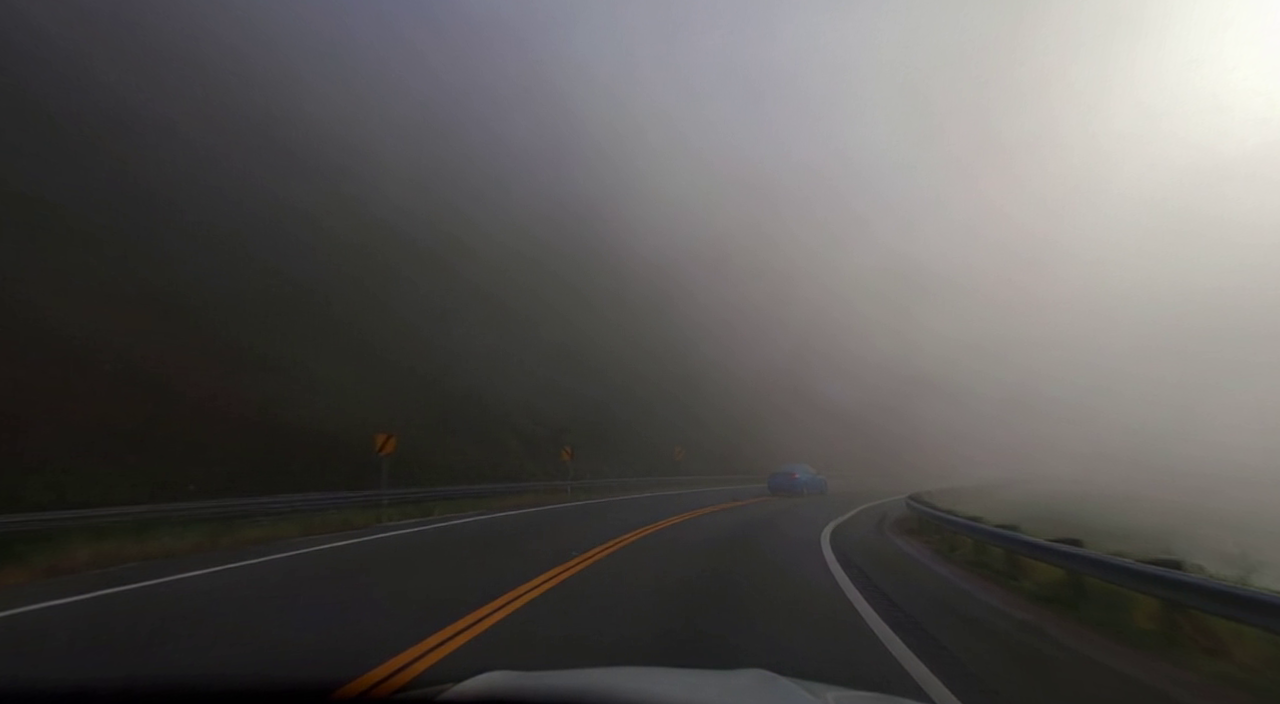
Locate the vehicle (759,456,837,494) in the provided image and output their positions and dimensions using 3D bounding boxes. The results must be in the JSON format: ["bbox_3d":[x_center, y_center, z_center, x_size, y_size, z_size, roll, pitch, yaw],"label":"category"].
[{"bbox_3d":[7.743,5.942,30.637,1.997,1.692,4.422,-7,-13,37],"label":"vehicle"}]
